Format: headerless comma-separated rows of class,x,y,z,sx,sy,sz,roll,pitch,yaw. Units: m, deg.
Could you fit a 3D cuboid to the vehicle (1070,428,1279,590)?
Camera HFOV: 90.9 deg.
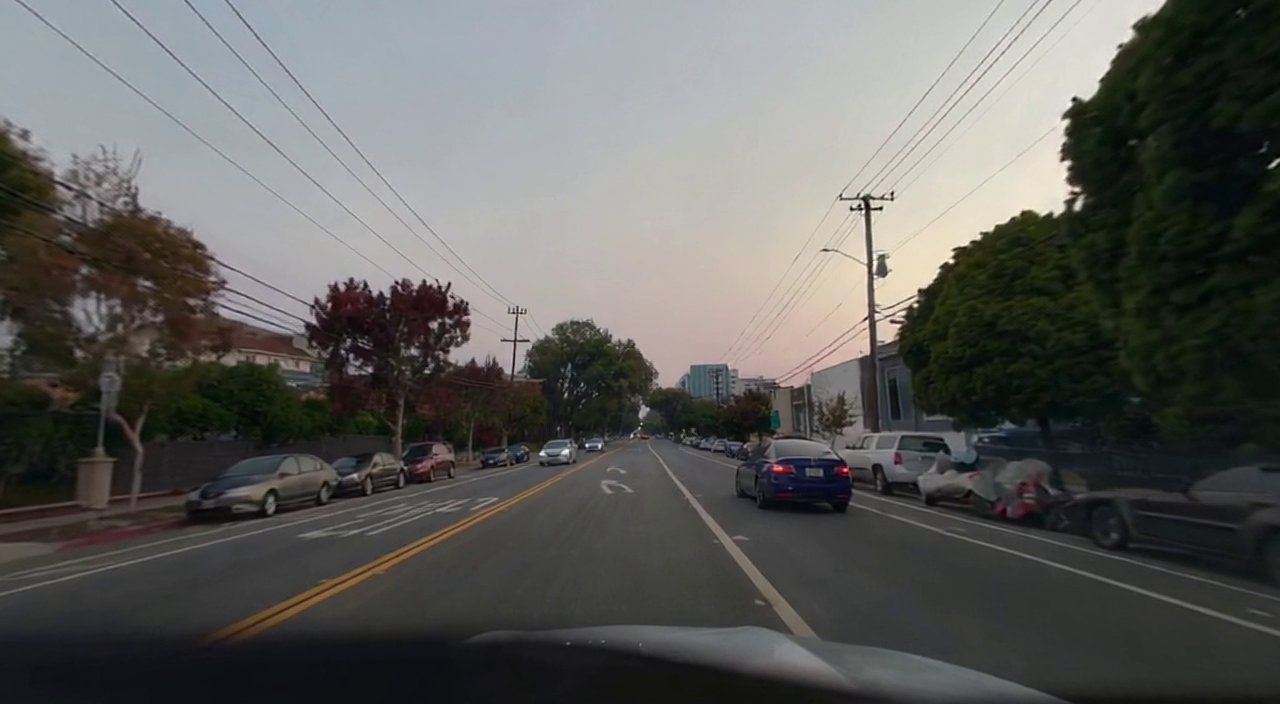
vehicle,7.744,1.772,7.472,2.044,1.682,4.466,0,-8,-2

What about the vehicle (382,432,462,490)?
vehicle,-9.429,4.688,27.645,1.981,1.975,4.534,-3,-4,-1

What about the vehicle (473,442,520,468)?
vehicle,-9.325,6.719,41.383,1.944,1.524,4.404,0,-8,1

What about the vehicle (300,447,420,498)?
vehicle,-9.345,4.028,21.475,1.949,1.502,4.264,-1,-8,3

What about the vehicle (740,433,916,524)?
vehicle,3.510,2.439,12.876,2.059,1.489,4.629,0,-8,-1

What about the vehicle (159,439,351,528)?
vehicle,-9.402,3.167,15.909,1.961,1.683,4.483,-7,-8,1

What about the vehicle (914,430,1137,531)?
vehicle,7.689,2.551,13.217,1.811,1.749,4.308,0,-8,-2

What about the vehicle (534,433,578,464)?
vehicle,-5.029,5.842,38.312,2.050,1.729,4.269,0,-8,1
